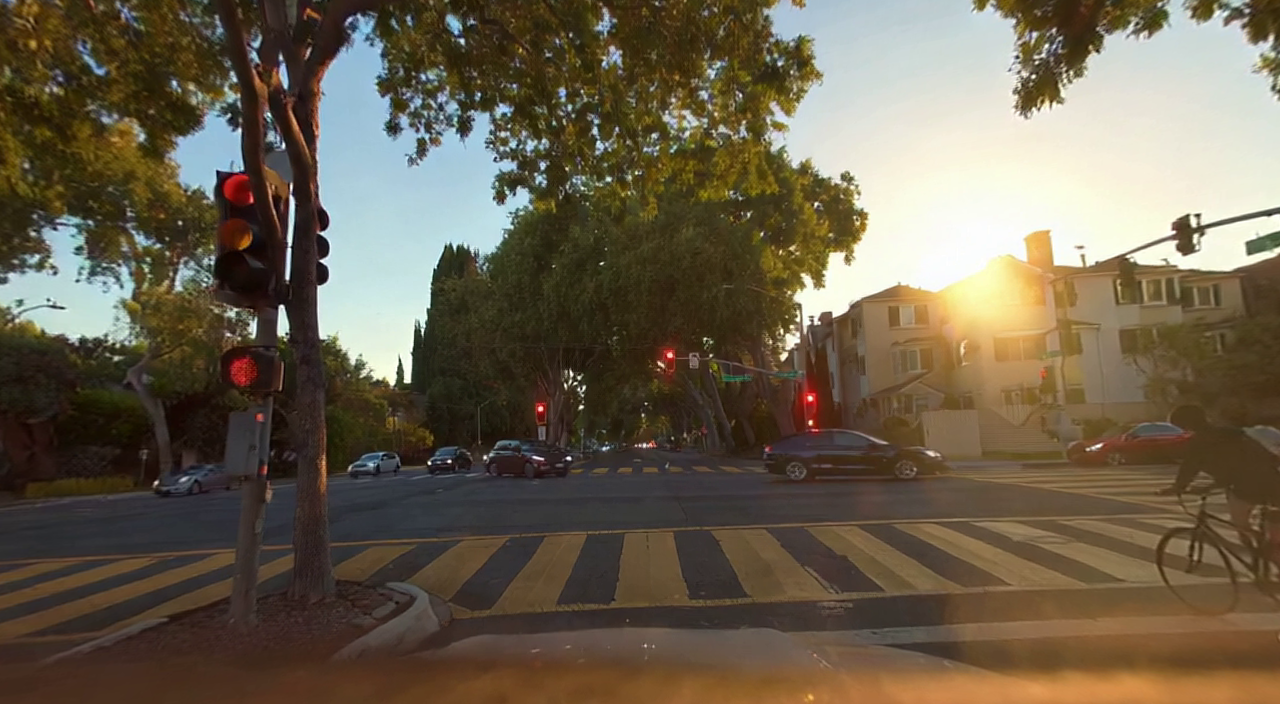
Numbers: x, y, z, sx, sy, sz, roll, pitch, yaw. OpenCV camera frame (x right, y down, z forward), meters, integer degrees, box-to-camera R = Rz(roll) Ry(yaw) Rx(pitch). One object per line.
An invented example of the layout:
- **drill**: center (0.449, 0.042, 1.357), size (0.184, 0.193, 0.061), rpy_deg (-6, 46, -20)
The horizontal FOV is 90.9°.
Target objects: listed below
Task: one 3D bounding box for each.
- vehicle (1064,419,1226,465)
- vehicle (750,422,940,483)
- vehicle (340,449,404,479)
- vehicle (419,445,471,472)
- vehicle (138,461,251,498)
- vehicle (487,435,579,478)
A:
- **vehicle**: center (17.318, 3.102, 21.763), size (3.969, 1.493, 1.823), rpy_deg (0, -9, 1)
- **vehicle**: center (6.177, 3.073, 19.374), size (5.217, 1.673, 2.006), rpy_deg (-3, -9, 18)
- **vehicle**: center (-17.249, 7.201, 40.826), size (2.006, 1.735, 4.591), rpy_deg (0, -9, 1)
- **vehicle**: center (-13.945, 7.618, 45.348), size (2.093, 1.769, 4.971), rpy_deg (0, -9, 0)
- **vehicle**: center (-20.827, 5.961, 29.773), size (1.860, 1.473, 4.655), rpy_deg (0, -9, 1)
- **vehicle**: center (-4.884, 4.622, 28.112), size (2.191, 1.731, 5.188), rpy_deg (5, -10, -32)
